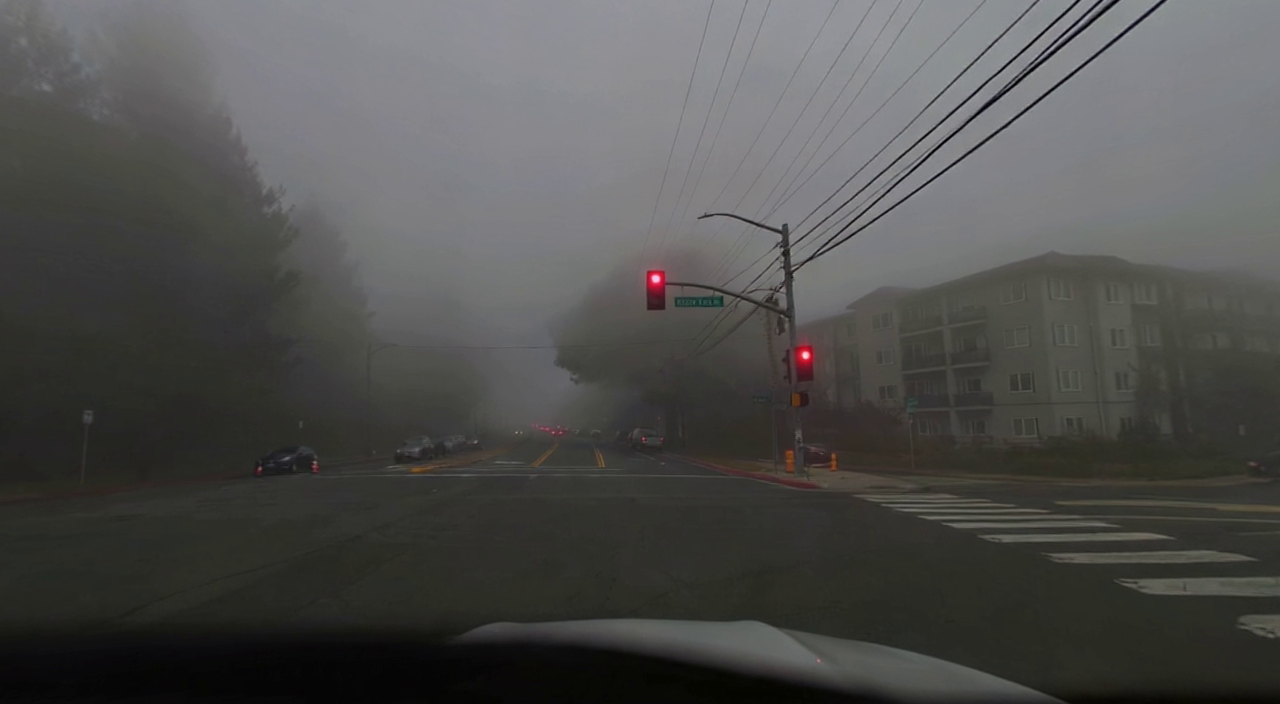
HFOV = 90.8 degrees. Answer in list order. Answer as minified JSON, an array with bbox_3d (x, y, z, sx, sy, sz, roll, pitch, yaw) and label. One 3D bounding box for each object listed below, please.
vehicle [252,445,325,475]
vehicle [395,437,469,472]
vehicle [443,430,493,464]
[{"bbox_3d":[-21.057,6.470,38.099,1.981,1.628,4.336,0,-9,-1],"label":"vehicle"},{"bbox_3d":[-9.673,4.801,29.787,2.116,1.521,4.294,0,-9,-2],"label":"vehicle"},{"bbox_3d":[-9.782,5.458,36.176,1.910,1.818,4.057,0,-9,-3],"label":"vehicle"}]
